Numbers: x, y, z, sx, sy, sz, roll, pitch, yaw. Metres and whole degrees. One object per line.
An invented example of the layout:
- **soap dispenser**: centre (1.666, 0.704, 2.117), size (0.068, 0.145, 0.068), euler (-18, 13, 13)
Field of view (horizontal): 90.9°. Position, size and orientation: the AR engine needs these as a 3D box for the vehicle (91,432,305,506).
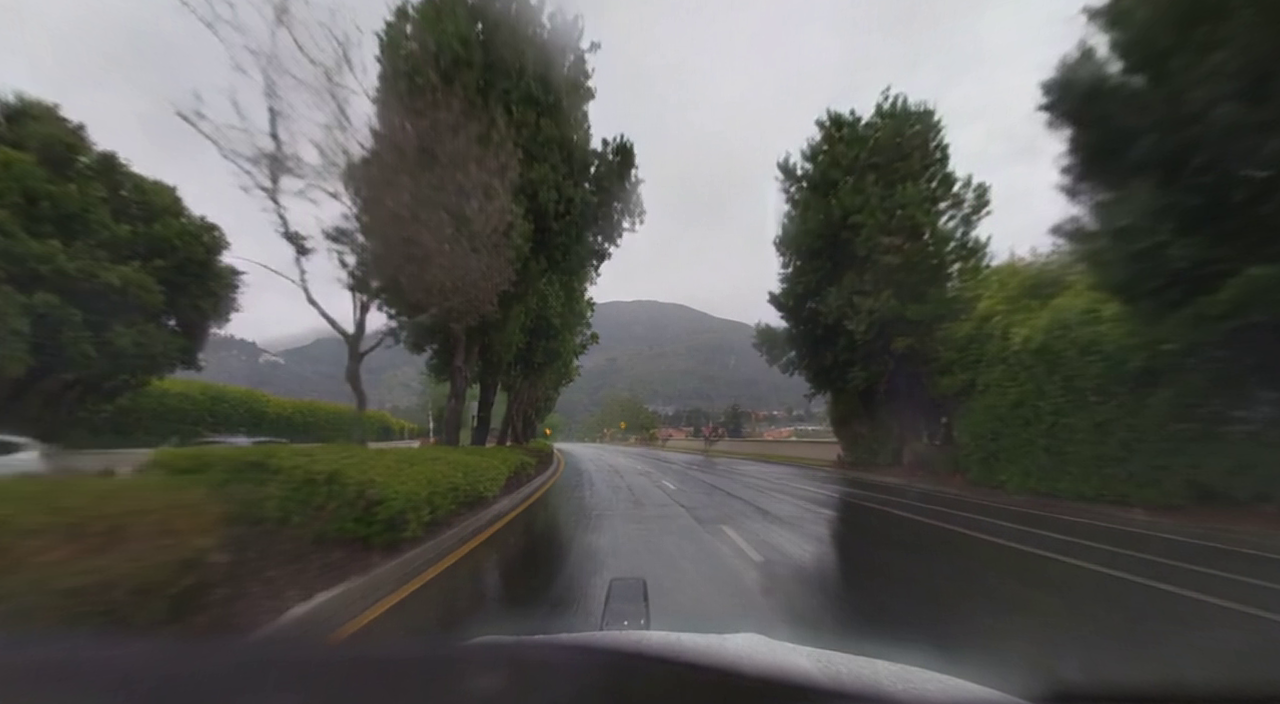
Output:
- **vehicle**: centre (-10.105, 2.688, 14.989), size (1.953, 1.458, 4.544), euler (0, -8, -3)
